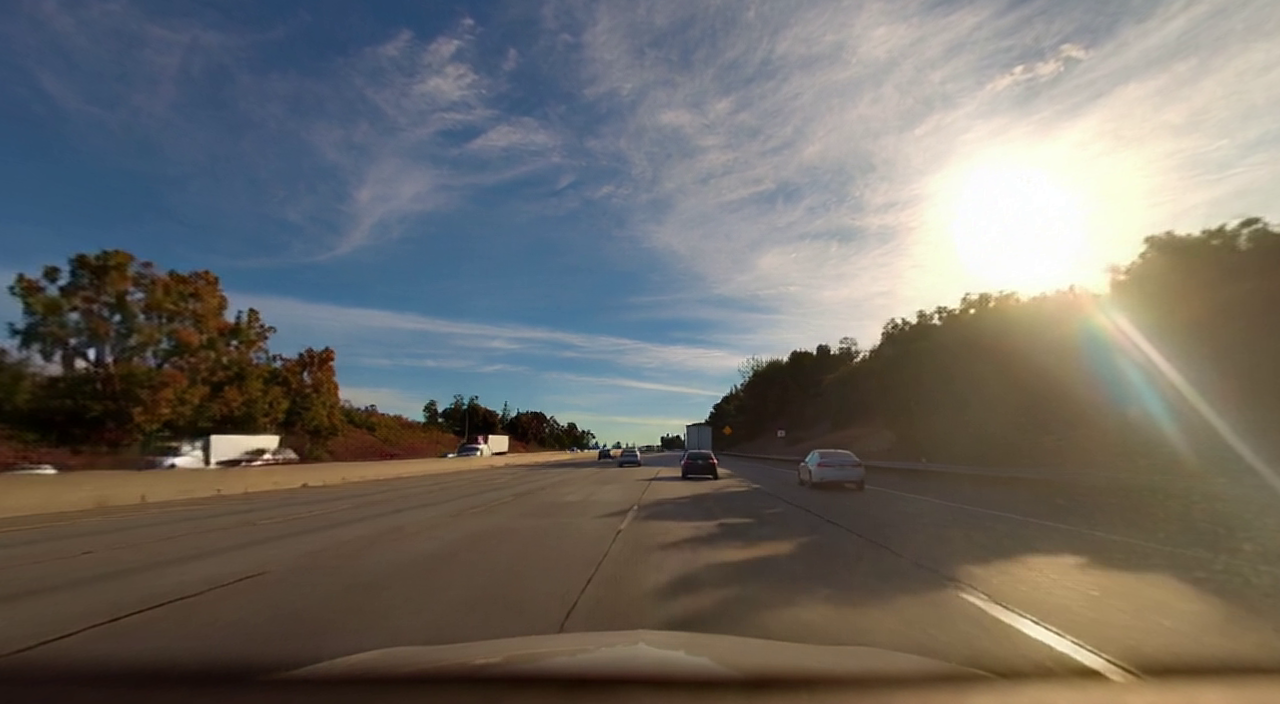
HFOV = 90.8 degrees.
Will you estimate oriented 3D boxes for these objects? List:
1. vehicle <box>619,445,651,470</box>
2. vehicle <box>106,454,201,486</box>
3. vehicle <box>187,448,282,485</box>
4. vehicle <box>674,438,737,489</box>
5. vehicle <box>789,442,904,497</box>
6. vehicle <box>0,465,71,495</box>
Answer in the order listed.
[{"bbox_3d":[-0.318,7.554,45.653,1.988,1.696,4.754,-1,-9,4],"label":"vehicle"},{"bbox_3d":[-23.142,5.607,30.211,1.637,1.402,3.406,-1,-9,4],"label":"vehicle"},{"bbox_3d":[-16.147,4.549,25.335,1.503,1.364,3.224,-1,-9,4],"label":"vehicle"},{"bbox_3d":[2.363,4.137,23.799,2.103,1.717,4.399,0,-9,3],"label":"vehicle"},{"bbox_3d":[6.202,3.561,19.655,2.146,1.482,4.665,0,-9,2],"label":"vehicle"},{"bbox_3d":[-31.498,6.537,32.441,1.427,1.302,3.196,-1,-9,4],"label":"vehicle"}]
